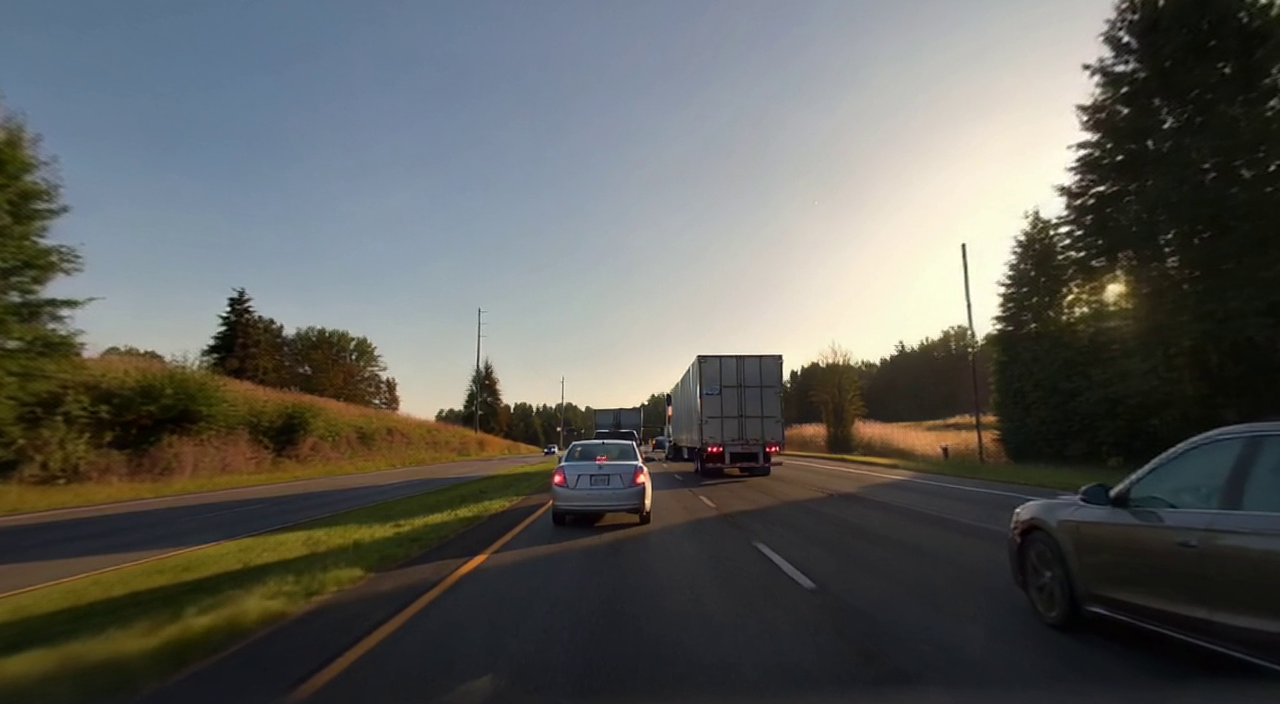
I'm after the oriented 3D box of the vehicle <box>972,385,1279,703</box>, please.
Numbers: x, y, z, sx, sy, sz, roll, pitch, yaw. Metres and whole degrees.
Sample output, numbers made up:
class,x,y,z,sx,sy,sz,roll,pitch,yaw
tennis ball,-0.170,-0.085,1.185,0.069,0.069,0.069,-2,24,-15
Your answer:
class,x,y,z,sx,sy,sz,roll,pitch,yaw
vehicle,3.583,0.889,2.510,1.960,1.515,4.713,0,-8,0

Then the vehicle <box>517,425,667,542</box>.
class,x,y,z,sx,sy,sz,roll,pitch,yaw
vehicle,-0.688,2.065,10.557,2.009,1.554,4.013,0,-8,-1

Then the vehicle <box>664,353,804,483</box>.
class,x,y,z,sx,sy,sz,roll,pitch,yaw
vehicle,3.427,3.343,29.127,3.591,4.290,16.696,0,-8,-1
